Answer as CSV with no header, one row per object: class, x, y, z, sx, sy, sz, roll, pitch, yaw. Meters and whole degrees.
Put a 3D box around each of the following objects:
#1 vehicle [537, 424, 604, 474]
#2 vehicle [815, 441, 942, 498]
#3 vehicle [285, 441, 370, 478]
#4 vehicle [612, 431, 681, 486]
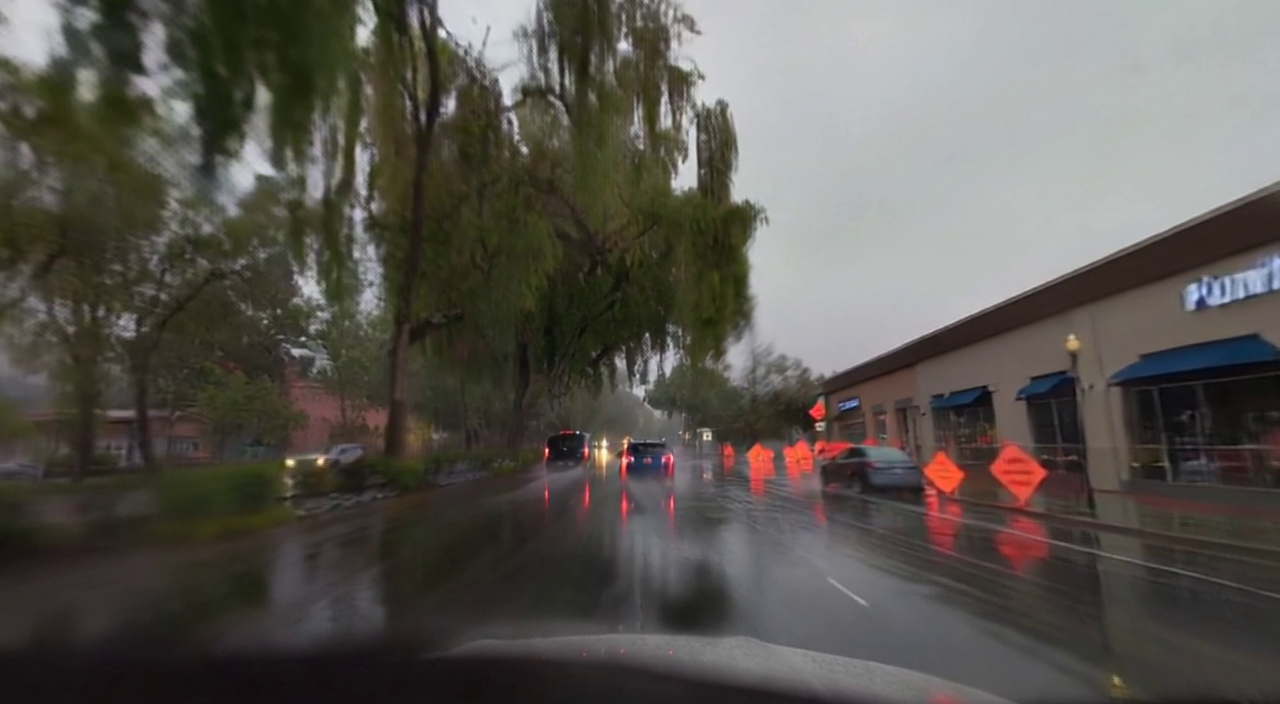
vehicle,-3.031,4.433,28.940,2.357,2.063,5.488,0,-8,1
vehicle,7.043,3.506,19.276,2.076,1.535,4.460,0,-9,-1
vehicle,-15.513,5.325,31.639,1.898,1.702,4.456,0,-8,1
vehicle,0.205,3.684,22.214,2.168,1.725,4.192,0,-8,0
